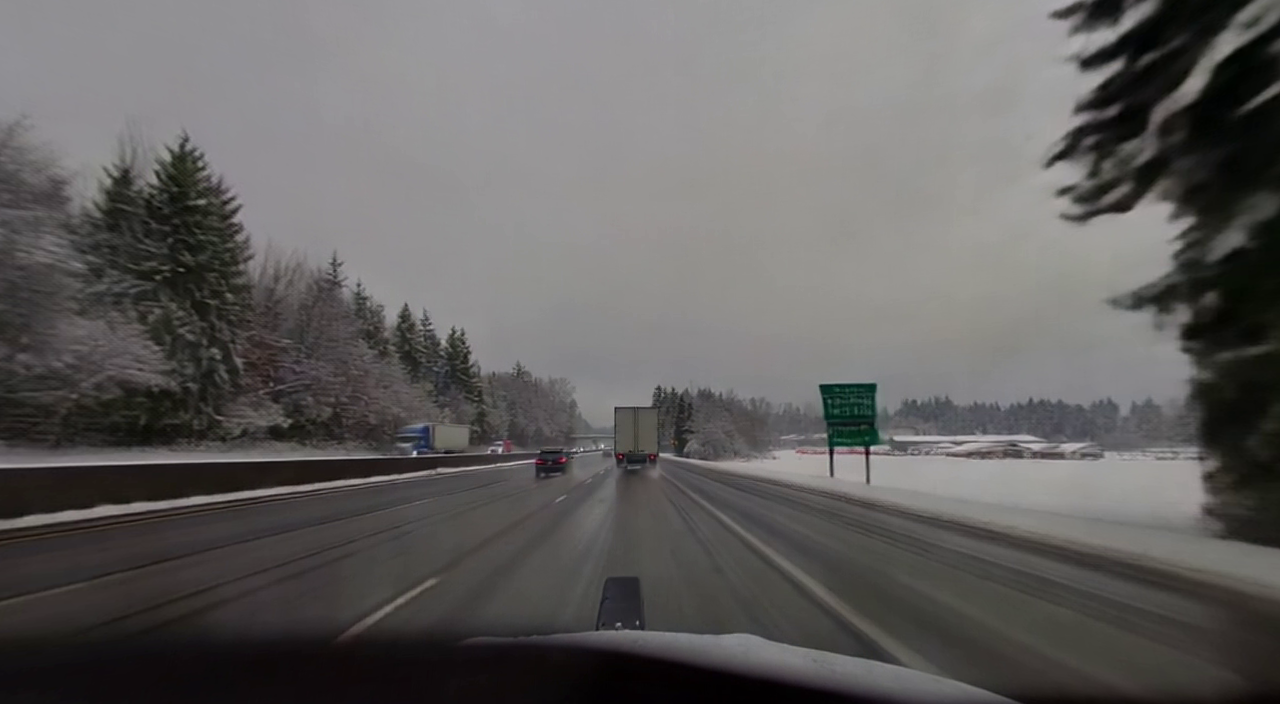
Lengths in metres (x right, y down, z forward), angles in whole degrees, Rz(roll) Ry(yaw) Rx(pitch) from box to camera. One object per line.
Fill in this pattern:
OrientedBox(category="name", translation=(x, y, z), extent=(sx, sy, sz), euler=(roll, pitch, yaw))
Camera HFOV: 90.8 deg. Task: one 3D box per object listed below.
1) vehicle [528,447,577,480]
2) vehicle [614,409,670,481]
OrientedBox(category="vehicle", translation=(-4.431, 5.746, 32.574), extent=(1.964, 1.556, 4.071), euler=(0, -9, 0))
OrientedBox(category="vehicle", translation=(0.002, 5.958, 39.793), extent=(2.976, 3.800, 12.335), euler=(0, -9, -1))
